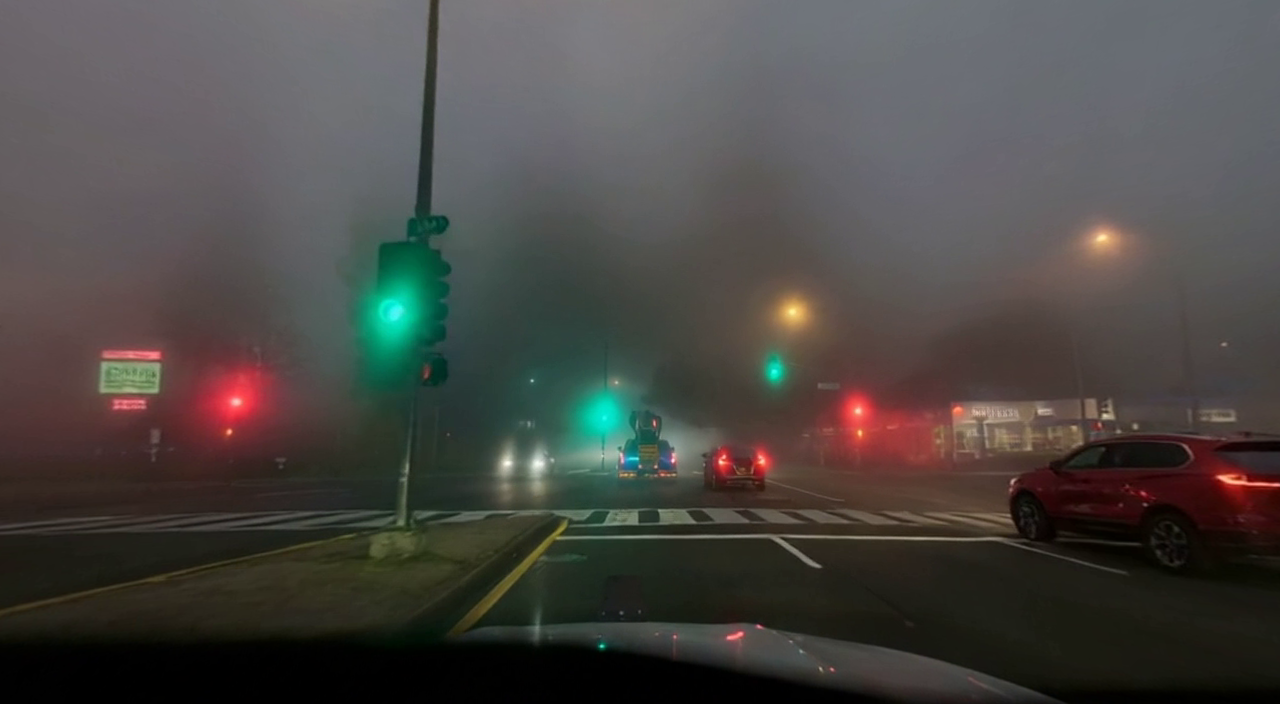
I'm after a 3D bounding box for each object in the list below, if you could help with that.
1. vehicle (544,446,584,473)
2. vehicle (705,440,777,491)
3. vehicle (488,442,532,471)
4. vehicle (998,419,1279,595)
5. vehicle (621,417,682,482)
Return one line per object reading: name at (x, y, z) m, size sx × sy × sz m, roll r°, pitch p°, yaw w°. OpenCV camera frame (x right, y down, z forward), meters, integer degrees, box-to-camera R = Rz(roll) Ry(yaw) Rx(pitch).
vehicle at (-4.558, 6.545, 38.531) m, size 2.001 × 1.518 × 4.316 m, roll 0°, pitch -9°, yaw -1°
vehicle at (3.761, 4.291, 24.244) m, size 2.025 × 1.754 × 4.311 m, roll 0°, pitch -9°, yaw 0°
vehicle at (-8.804, 7.113, 43.046) m, size 2.020 × 1.864 × 4.634 m, roll 0°, pitch -9°, yaw 0°
vehicle at (7.102, 1.850, 8.426) m, size 1.982 × 1.698 × 4.408 m, roll 0°, pitch -9°, yaw 0°
vehicle at (0.478, 4.088, 26.572) m, size 2.370 × 2.518 × 3.858 m, roll 0°, pitch -8°, yaw 1°
